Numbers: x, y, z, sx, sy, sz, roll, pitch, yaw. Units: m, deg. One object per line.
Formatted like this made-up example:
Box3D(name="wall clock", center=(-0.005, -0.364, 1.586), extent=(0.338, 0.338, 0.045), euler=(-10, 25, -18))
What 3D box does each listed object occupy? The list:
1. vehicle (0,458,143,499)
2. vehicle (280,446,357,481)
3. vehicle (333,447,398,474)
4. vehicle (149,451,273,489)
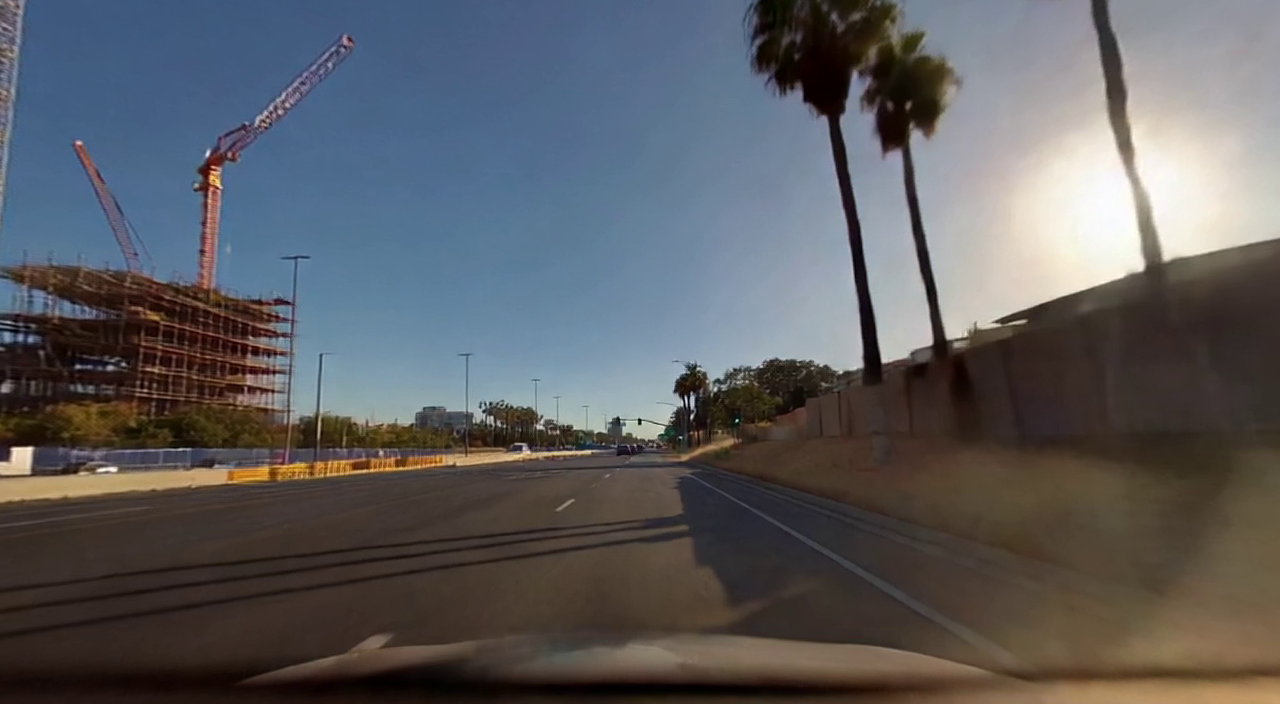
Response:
Box3D(name="vehicle", center=(-24.568, 5.371, 27.077), extent=(1.790, 1.484, 4.651), euler=(-7, -11, 40))
Box3D(name="vehicle", center=(-19.352, 6.710, 38.225), extent=(2.105, 1.805, 4.641), euler=(-3, -8, 2))
Box3D(name="vehicle", center=(-19.354, 7.677, 44.785), extent=(2.378, 1.783, 4.912), euler=(0, -9, 0))
Box3D(name="vehicle", center=(-21.204, 5.779, 31.377), extent=(2.050, 1.686, 4.593), euler=(-4, -9, 25))
